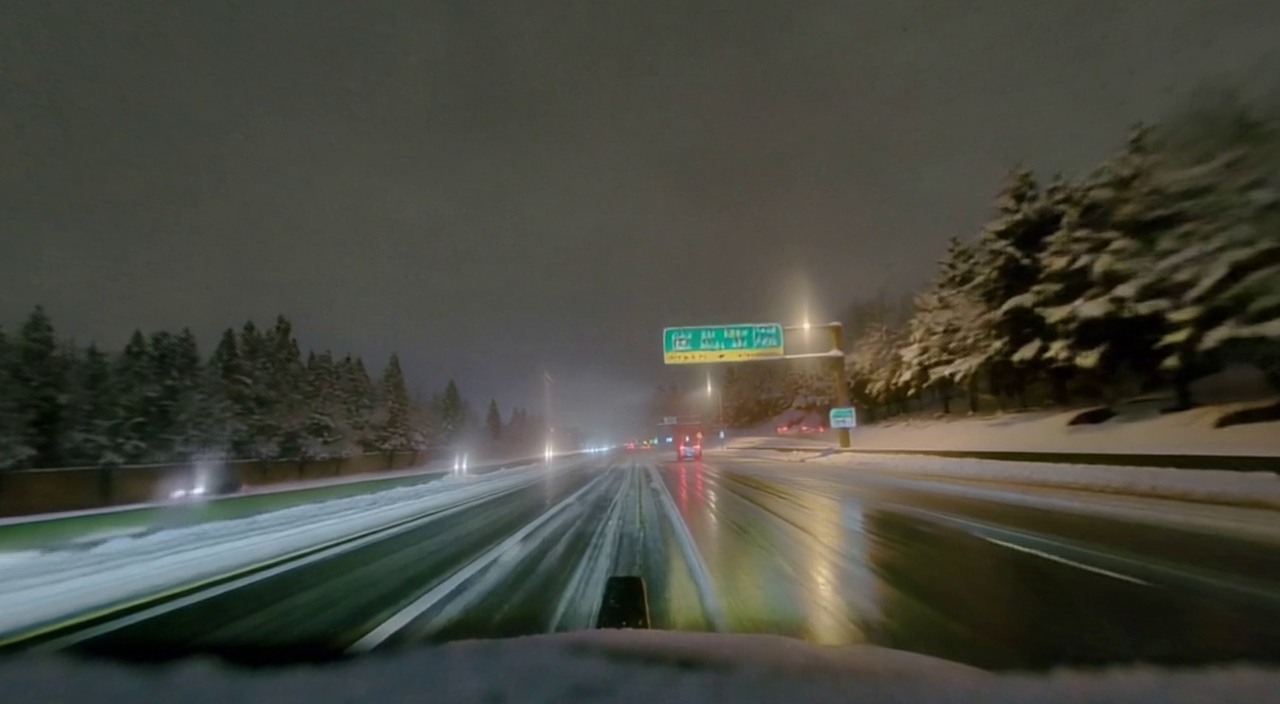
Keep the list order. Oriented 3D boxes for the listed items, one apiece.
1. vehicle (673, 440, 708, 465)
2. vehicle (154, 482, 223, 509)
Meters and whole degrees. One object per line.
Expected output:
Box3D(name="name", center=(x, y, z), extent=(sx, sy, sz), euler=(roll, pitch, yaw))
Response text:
Box3D(name="vehicle", center=(3.713, 7.458, 47.076), extent=(2.099, 1.748, 4.331), euler=(0, -8, -1))
Box3D(name="vehicle", center=(-32.733, 10.397, 45.873), extent=(1.843, 1.550, 4.537), euler=(0, -8, -3))
